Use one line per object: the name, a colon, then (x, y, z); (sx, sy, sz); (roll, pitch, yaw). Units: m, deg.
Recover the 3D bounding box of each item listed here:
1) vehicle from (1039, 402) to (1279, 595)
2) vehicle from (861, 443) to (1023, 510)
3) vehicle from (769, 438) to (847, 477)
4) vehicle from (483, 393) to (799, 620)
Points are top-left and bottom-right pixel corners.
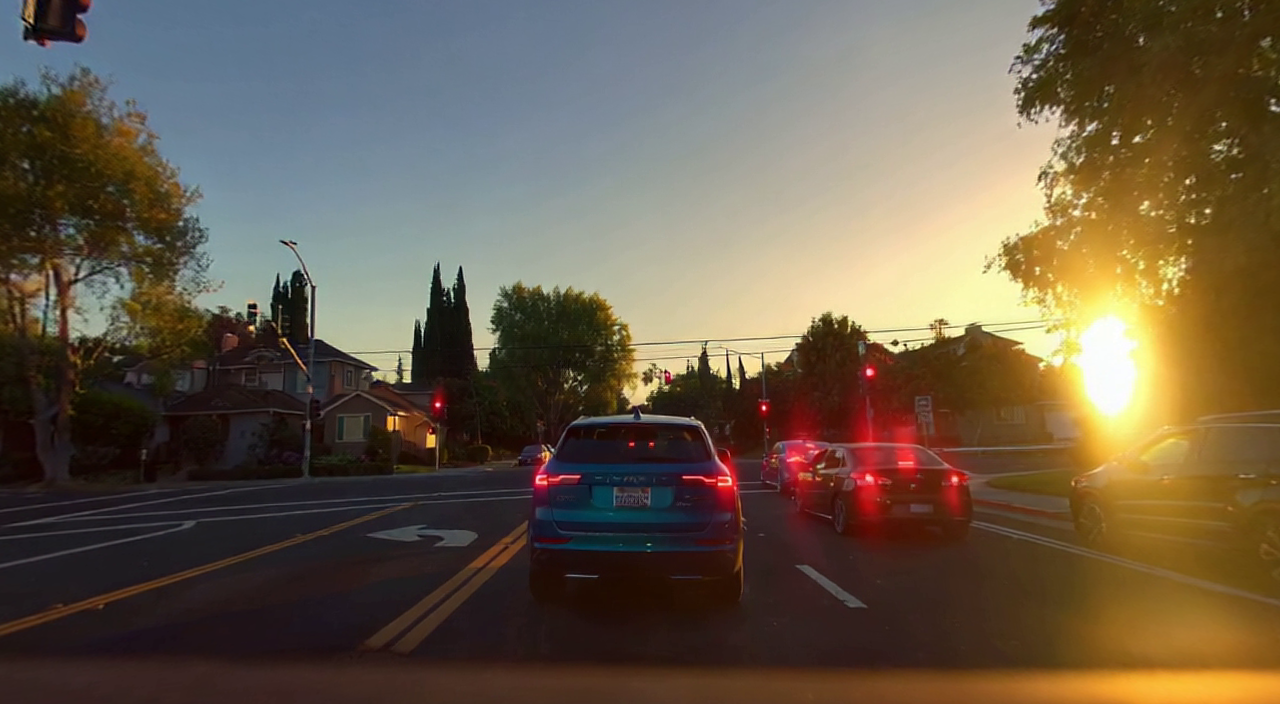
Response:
vehicle: (7.016, 1.542, 7.044); (1.989, 1.791, 4.735); (0, -8, 0)
vehicle: (7.278, 3.008, 15.817); (1.860, 1.436, 4.479); (0, -8, 0)
vehicle: (7.406, 4.549, 27.441); (2.077, 1.527, 4.755); (-5, -10, 30)
vehicle: (0.037, 1.461, 6.910); (2.322, 1.667, 4.367); (0, -8, 1)
